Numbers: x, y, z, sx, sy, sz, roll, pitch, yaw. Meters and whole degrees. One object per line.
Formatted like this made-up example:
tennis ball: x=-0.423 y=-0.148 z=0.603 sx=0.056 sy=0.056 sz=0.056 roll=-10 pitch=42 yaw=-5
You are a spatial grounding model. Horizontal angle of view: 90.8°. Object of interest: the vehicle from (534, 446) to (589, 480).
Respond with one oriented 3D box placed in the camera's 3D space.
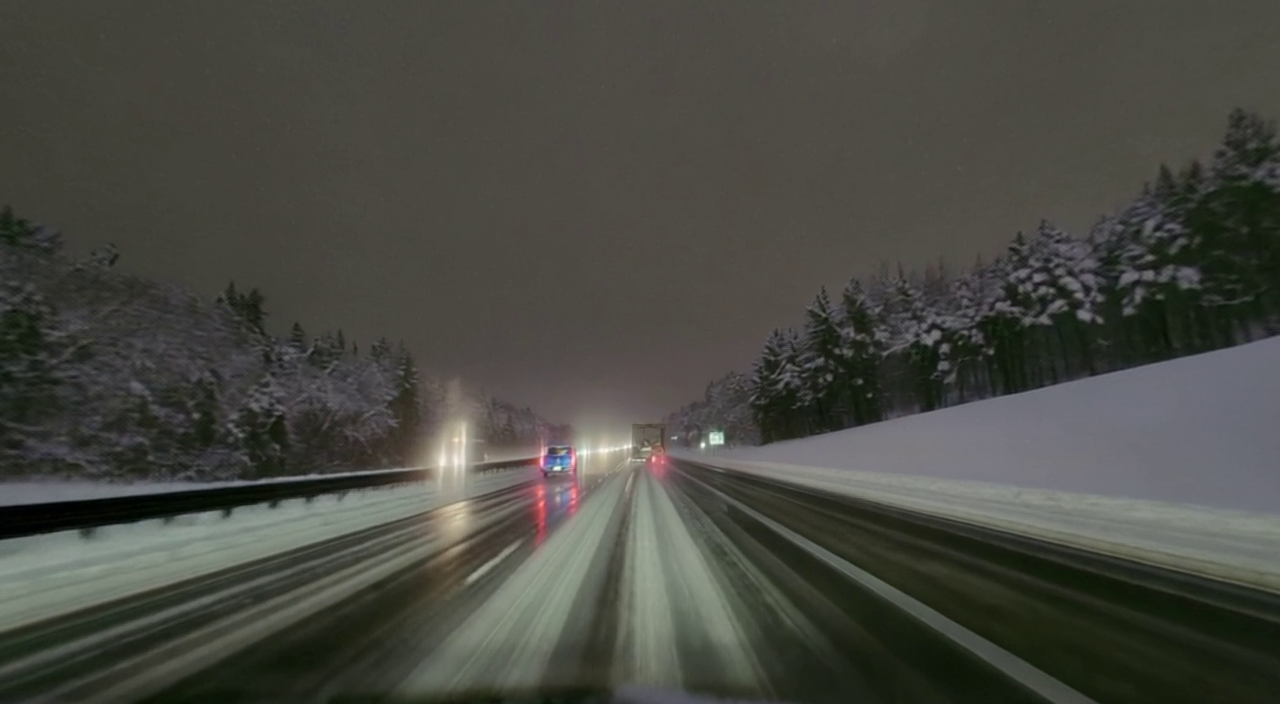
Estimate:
vehicle: x=-3.512 y=5.040 z=28.867 sx=1.955 sy=1.438 sz=4.100 roll=-1 pitch=-9 yaw=1
